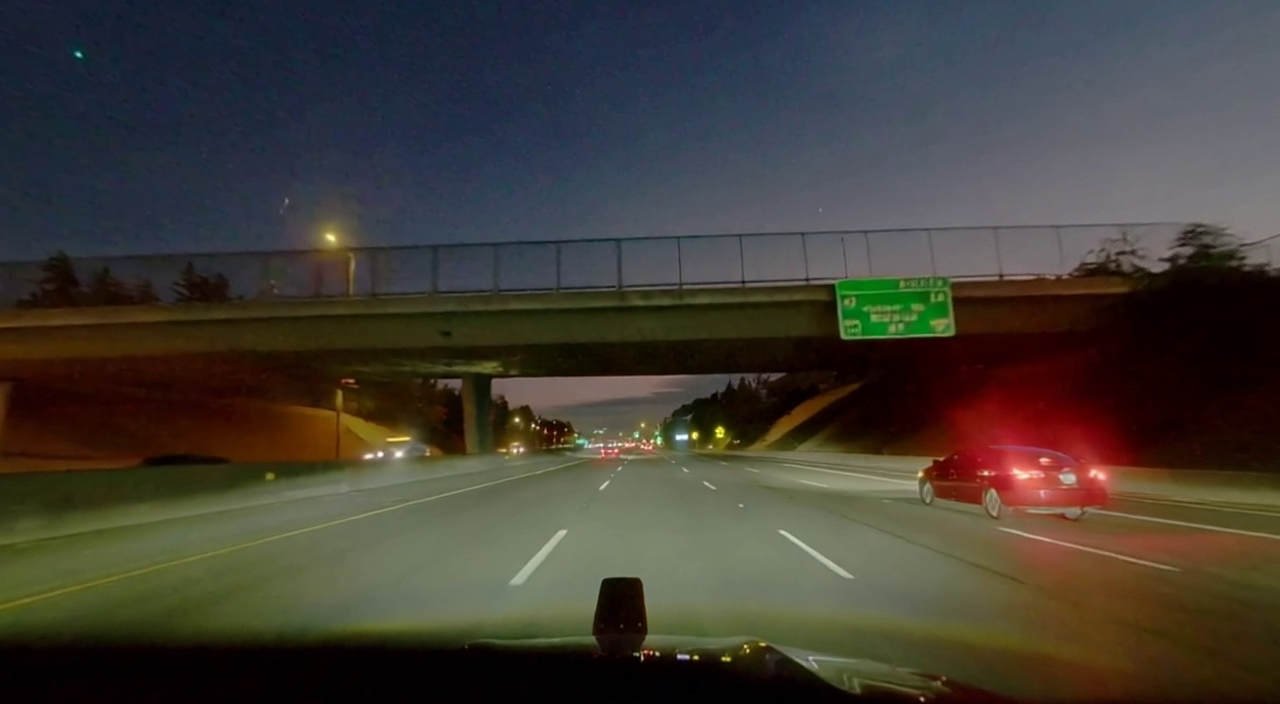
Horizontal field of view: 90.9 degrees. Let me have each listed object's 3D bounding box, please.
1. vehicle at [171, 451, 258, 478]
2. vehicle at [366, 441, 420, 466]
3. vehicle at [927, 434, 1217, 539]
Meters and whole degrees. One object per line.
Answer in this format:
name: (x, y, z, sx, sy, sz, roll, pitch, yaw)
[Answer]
vehicle: (-24.654, 6.501, 36.749, 1.834, 1.450, 4.501, 0, -8, 1)
vehicle: (-17.824, 7.367, 45.774, 1.961, 1.700, 4.758, 0, -8, 0)
vehicle: (7.173, 2.244, 11.264, 1.914, 1.465, 4.574, 0, -8, 0)
